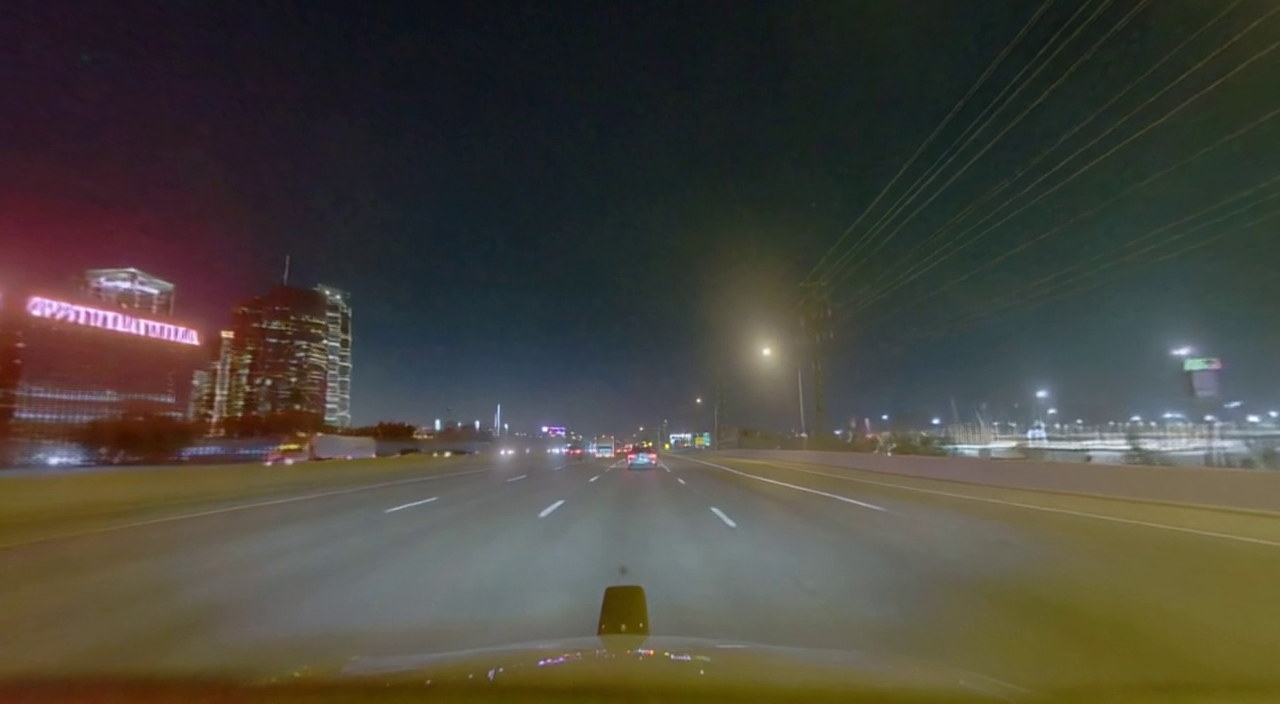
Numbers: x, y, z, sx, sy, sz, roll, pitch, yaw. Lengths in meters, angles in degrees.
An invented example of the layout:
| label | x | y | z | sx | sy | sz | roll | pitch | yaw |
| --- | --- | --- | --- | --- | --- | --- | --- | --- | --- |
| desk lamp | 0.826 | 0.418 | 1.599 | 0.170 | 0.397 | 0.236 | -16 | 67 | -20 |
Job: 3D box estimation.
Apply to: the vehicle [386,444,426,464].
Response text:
| label | x | y | z | sx | sy | sz | roll | pitch | yaw |
| --- | --- | --- | --- | --- | --- | --- | --- | --- | --- |
| vehicle | -16.360 | 7.129 | 44.211 | 1.440 | 1.339 | 3.287 | -1 | -9 | 2 |

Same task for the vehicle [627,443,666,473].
| label | x | y | z | sx | sy | sz | roll | pitch | yaw |
| --- | --- | --- | --- | --- | --- | --- | --- | --- | --- |
| vehicle | 0.320 | 5.510 | 32.887 | 1.891 | 1.444 | 3.968 | 0 | -8 | 0 |
